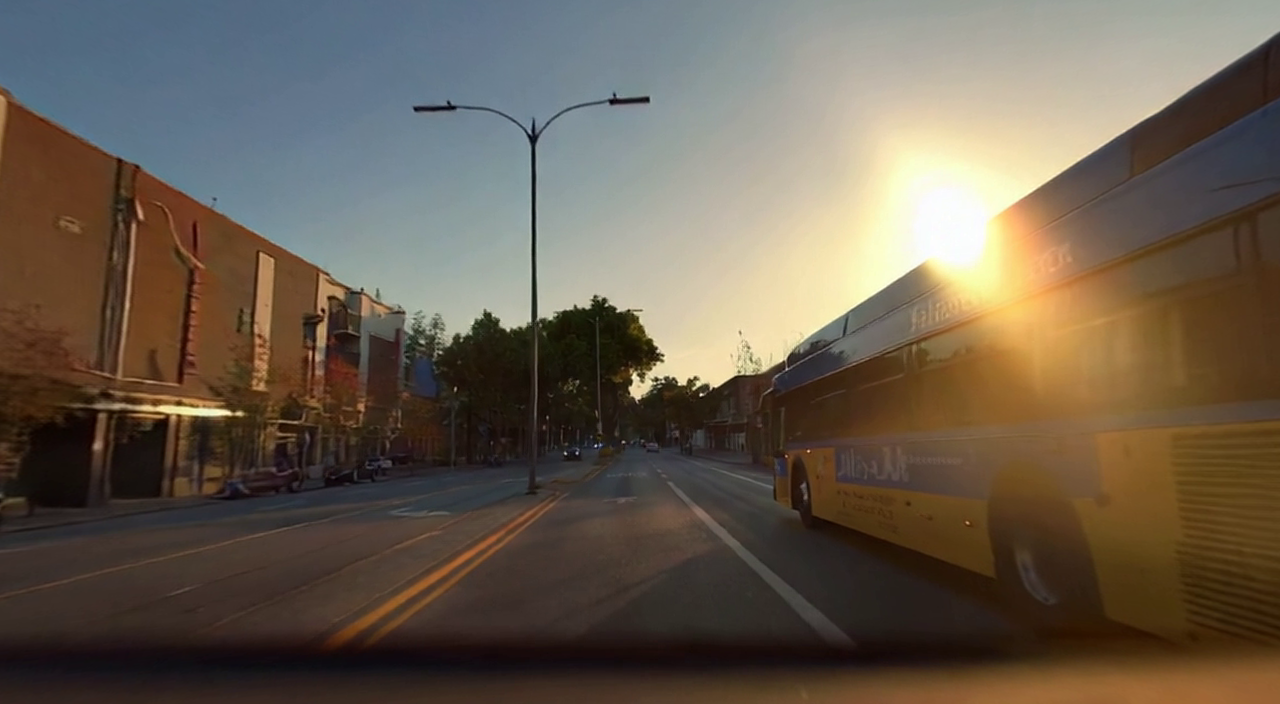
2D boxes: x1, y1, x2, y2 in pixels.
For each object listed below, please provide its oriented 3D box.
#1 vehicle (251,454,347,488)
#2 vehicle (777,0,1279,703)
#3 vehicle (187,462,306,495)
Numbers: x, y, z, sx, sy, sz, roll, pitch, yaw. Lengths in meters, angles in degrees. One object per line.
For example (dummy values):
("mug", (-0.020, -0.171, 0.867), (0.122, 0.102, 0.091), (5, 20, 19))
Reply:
("vehicle", (-19.456, 6.791, 36.182), (4.325, 1.777, 1.948), (0, -8, -1))
("vehicle", (4.285, 0.396, 5.109), (3.194, 3.345, 12.428), (-1, -8, -2))
("vehicle", (-19.172, 6.180, 30.914), (4.522, 1.469, 1.840), (0, -8, -3))
